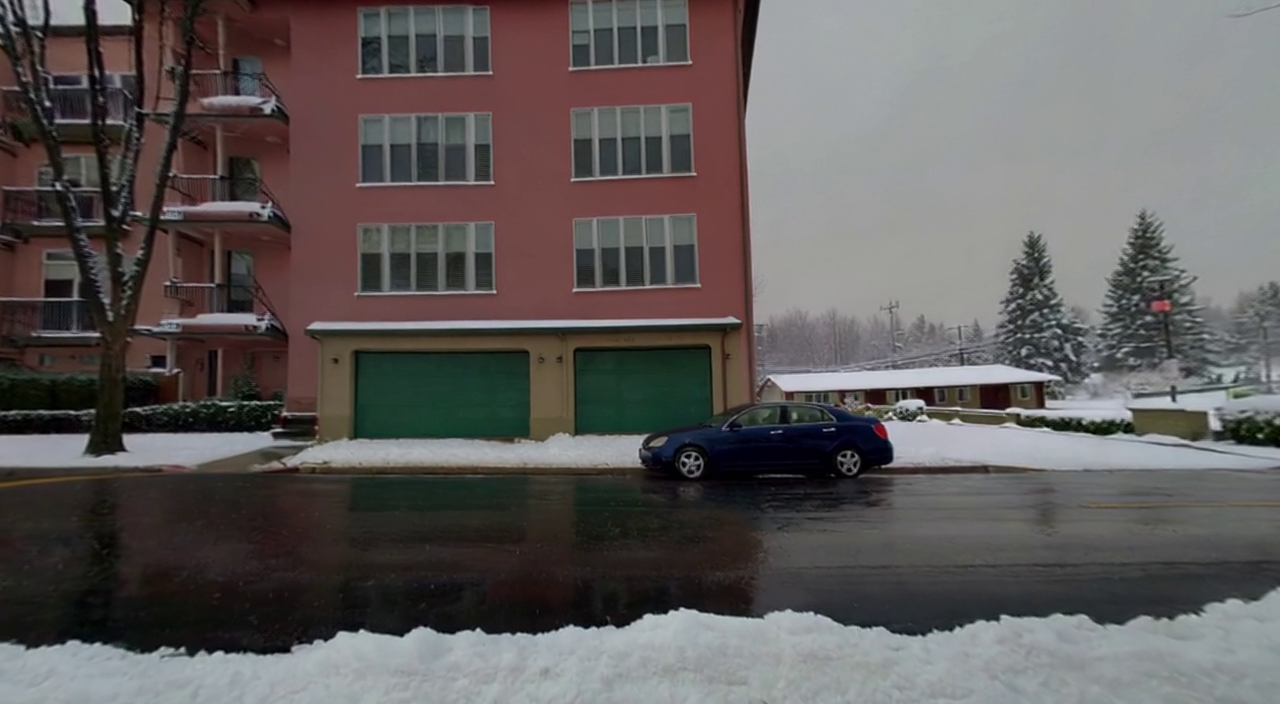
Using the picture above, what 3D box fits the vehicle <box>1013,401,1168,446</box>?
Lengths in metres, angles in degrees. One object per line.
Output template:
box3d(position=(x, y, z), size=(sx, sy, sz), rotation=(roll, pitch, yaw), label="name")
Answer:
box3d(position=(15.813, 2.565, 22.325), size=(3.905, 1.475, 2.057), rotation=(0, -8, -1), label="vehicle")

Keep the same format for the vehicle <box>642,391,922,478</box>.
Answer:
box3d(position=(2.400, 1.529, 11.631), size=(4.697, 1.444, 1.825), rotation=(0, -8, 0), label="vehicle")
